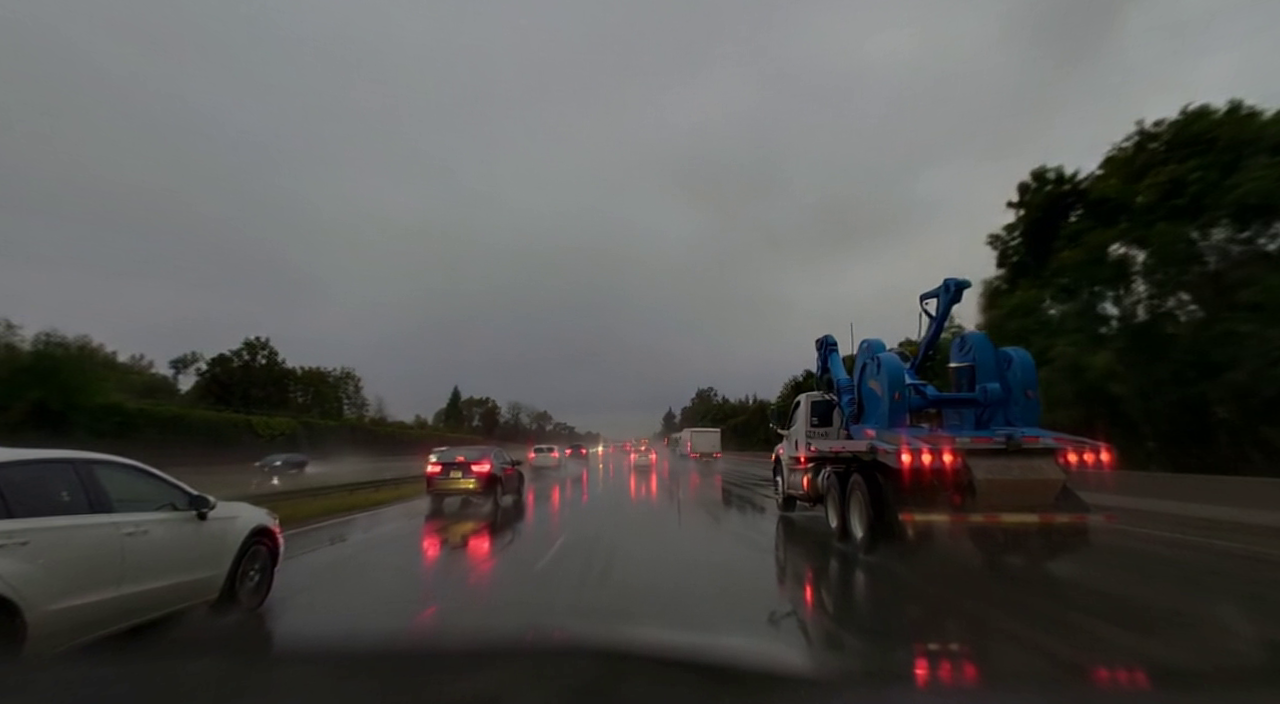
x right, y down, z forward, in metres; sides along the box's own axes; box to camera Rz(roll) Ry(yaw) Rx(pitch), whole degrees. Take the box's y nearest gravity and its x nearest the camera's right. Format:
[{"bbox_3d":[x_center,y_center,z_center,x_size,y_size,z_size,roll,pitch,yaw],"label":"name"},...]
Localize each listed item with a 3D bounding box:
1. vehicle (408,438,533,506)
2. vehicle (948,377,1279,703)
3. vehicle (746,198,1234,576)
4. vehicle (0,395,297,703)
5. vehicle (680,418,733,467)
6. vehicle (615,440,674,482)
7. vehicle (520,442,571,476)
[{"bbox_3d":[-4.213,3.067,16.467,1.880,1.507,4.757,0,-9,1],"label":"vehicle"},{"bbox_3d":[4.052,0.915,2.616,2.599,1.631,5.693,0,-9,-1],"label":"vehicle"},{"bbox_3d":[3.957,0.900,10.194,2.975,3.618,8.456,0,-9,0],"label":"vehicle"},{"bbox_3d":[-4.172,1.093,3.673,1.978,1.556,4.119,0,-9,0],"label":"vehicle"},{"bbox_3d":[4.098,5.822,39.947,2.416,2.829,7.016,0,-9,-1],"label":"vehicle"},{"bbox_3d":[0.126,4.315,24.958,2.150,1.498,3.988,0,-9,-1],"label":"vehicle"},{"bbox_3d":[-4.524,5.191,30.514,1.858,1.527,3.974,0,-9,1],"label":"vehicle"}]
